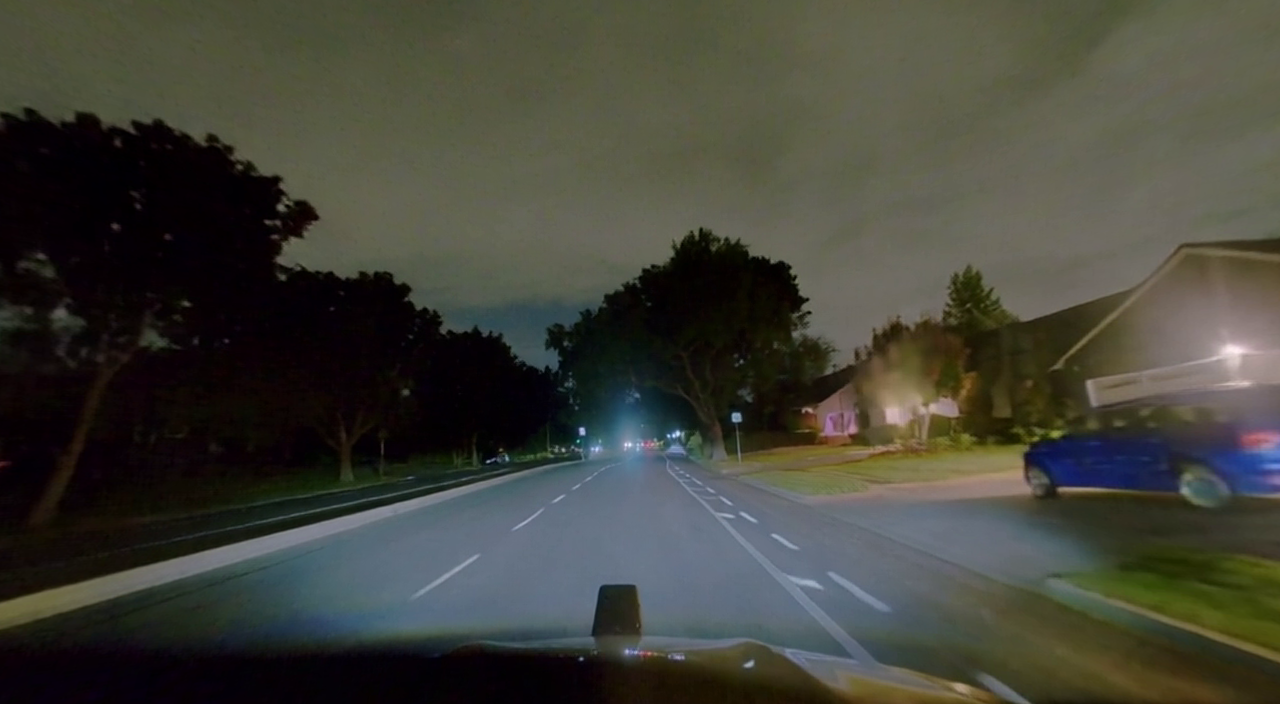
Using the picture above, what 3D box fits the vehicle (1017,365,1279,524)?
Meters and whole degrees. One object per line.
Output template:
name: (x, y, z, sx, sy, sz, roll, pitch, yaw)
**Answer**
vehicle: (8.308, 1.361, 9.573, 2.051, 1.801, 4.785, -6, -9, -1)
